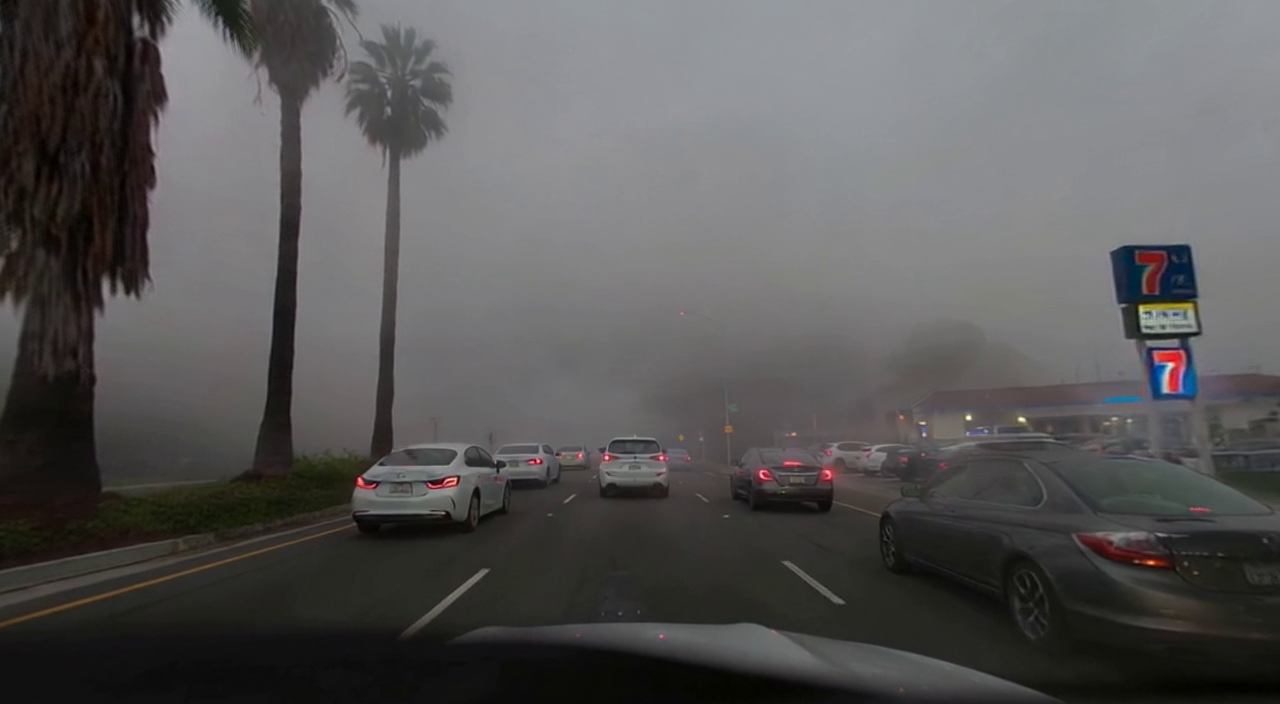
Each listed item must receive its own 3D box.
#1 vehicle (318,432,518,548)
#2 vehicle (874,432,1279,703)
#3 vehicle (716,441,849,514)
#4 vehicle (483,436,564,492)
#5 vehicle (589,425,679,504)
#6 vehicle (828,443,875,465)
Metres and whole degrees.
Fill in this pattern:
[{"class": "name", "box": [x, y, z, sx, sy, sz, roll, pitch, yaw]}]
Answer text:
[{"class": "vehicle", "box": [-3.340, 2.136, 10.460, 1.864, 1.505, 4.202, 0, -8, -1]}, {"class": "vehicle", "box": [3.602, 1.384, 4.815, 1.867, 1.448, 4.436, 0, -8, -1]}, {"class": "vehicle", "box": [3.208, 2.915, 15.254, 1.977, 1.480, 4.589, 0, -8, -2]}, {"class": "vehicle", "box": [-3.810, 3.721, 21.339, 1.932, 1.695, 4.235, 0, -8, 0]}, {"class": "vehicle", "box": [-0.144, 3.016, 17.319, 2.164, 1.867, 4.254, 0, -8, 0]}, {"class": "vehicle", "box": [13.720, 6.624, 41.026, 1.833, 1.392, 3.588, 0, -8, 0]}]
